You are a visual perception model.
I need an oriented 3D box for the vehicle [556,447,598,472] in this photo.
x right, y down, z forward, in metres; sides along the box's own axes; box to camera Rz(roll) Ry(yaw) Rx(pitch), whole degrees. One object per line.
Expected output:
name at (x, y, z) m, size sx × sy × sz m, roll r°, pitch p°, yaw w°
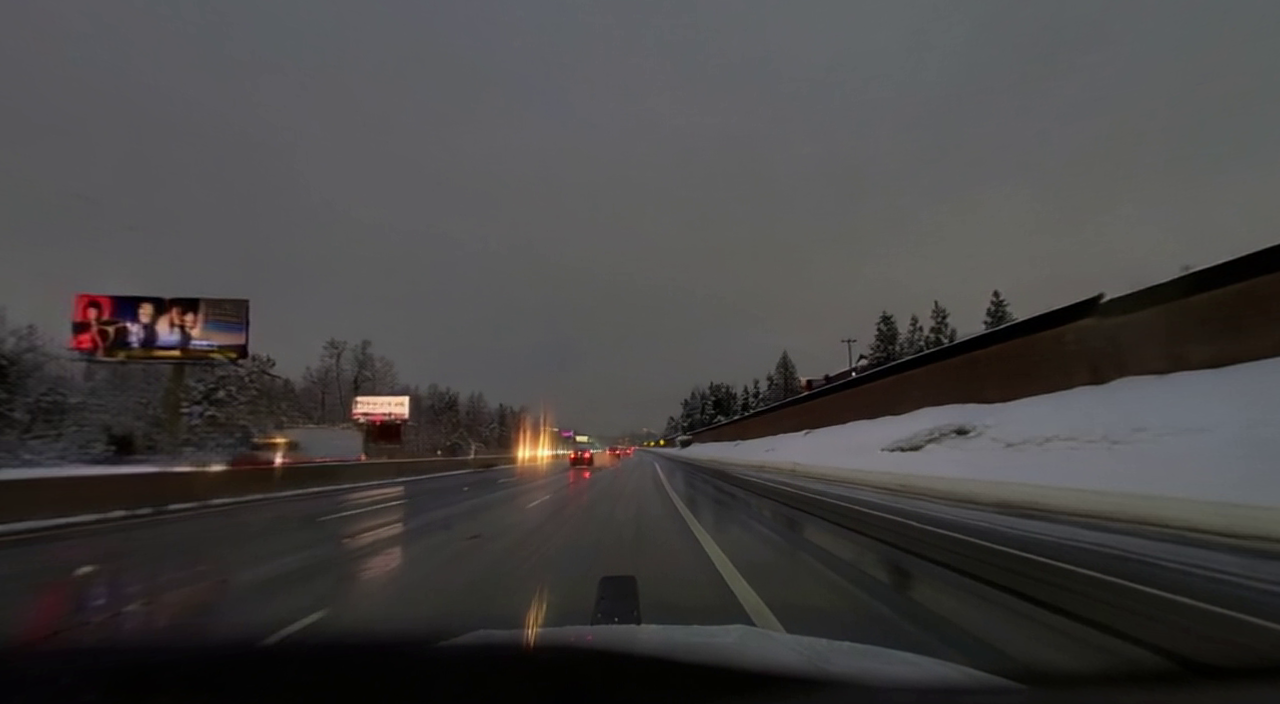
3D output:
vehicle at (-3.988, 6.909, 40.863) m, size 2.078 × 1.457 × 4.648 m, roll 0°, pitch -8°, yaw 2°

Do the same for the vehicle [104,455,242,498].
vehicle at (-18.522, 4.920, 25.394) m, size 1.890 × 1.462 × 4.754 m, roll 0°, pitch -9°, yaw 1°

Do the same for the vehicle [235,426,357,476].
vehicle at (-25.593, 7.453, 47.989) m, size 3.232 × 3.343 × 10.548 m, roll 0°, pitch -9°, yaw 1°
